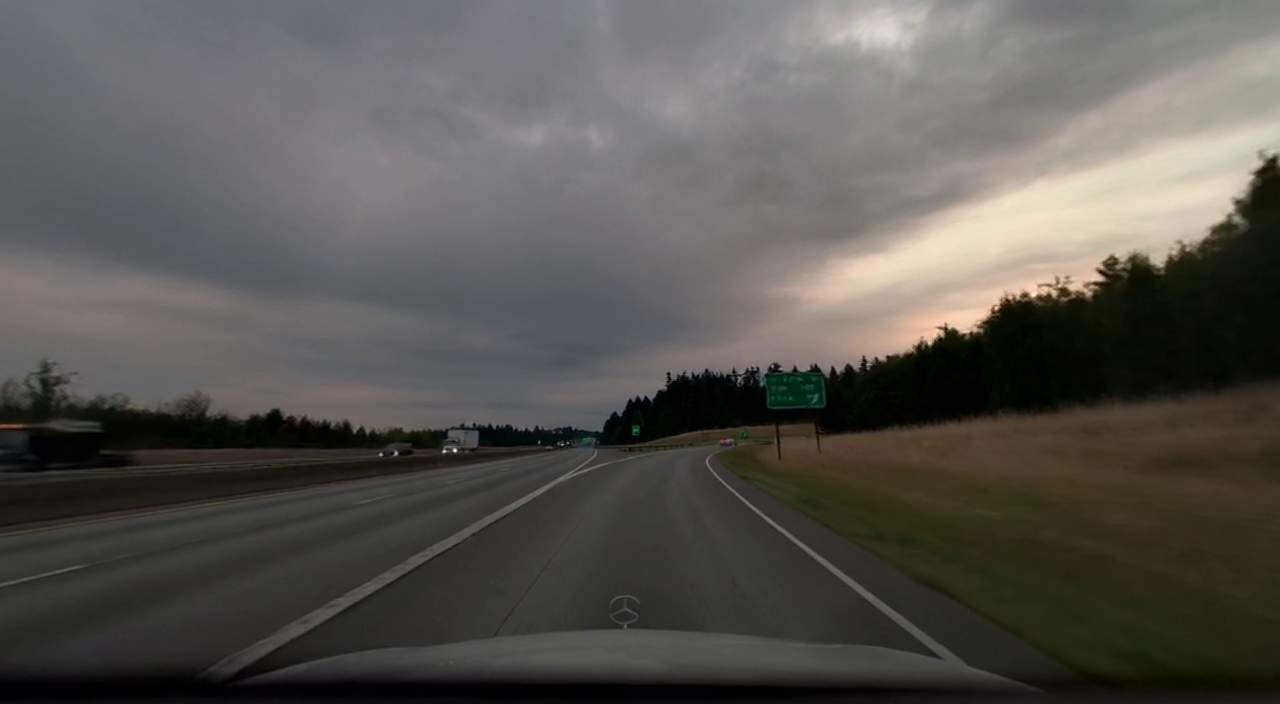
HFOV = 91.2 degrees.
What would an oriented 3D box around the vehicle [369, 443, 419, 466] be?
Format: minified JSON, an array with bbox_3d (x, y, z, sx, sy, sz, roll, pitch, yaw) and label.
[{"bbox_3d":[-18.051,7.529,46.240,1.926,1.617,4.566,0,-9,-1],"label":"vehicle"}]

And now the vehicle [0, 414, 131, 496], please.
[{"bbox_3d":[-21.468,3.544,21.652,2.313,2.568,6.573,0,-9,-1],"label":"vehicle"}]
